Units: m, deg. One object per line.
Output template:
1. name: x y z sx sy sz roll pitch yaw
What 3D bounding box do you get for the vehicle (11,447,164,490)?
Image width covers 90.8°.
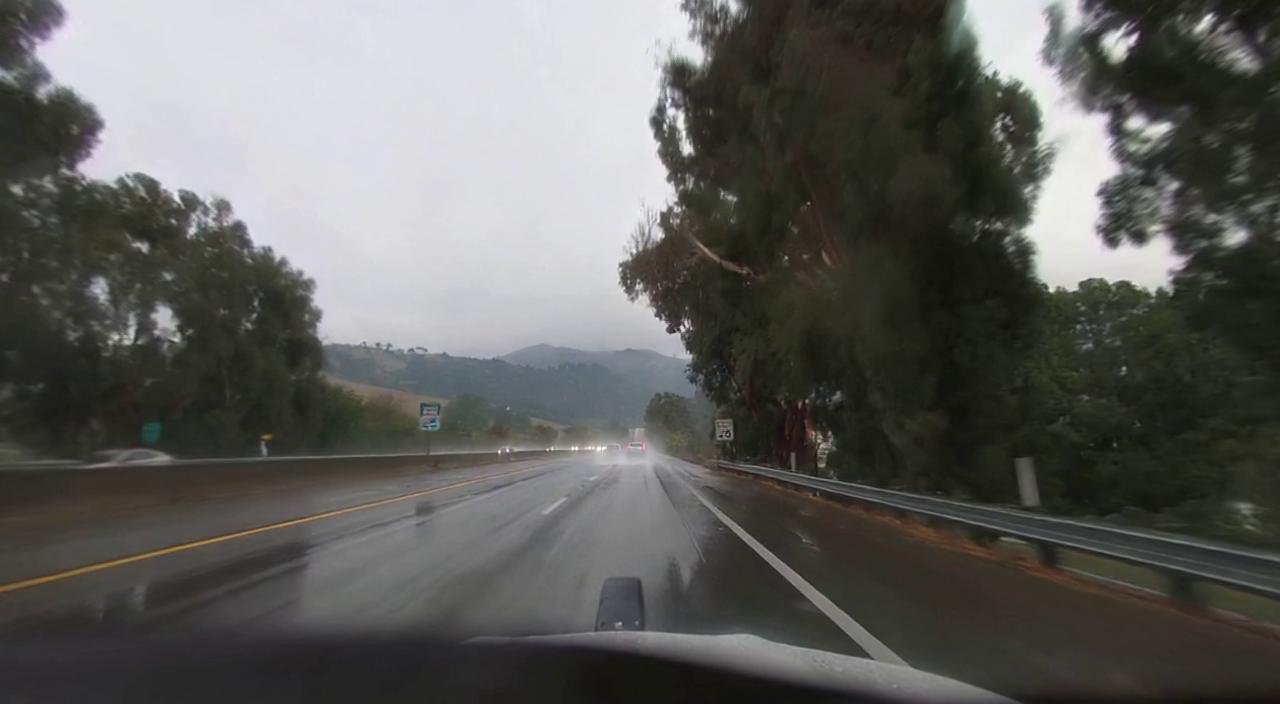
1. vehicle: -21.097 4.444 24.448 1.815 1.478 4.537 0 -9 0
